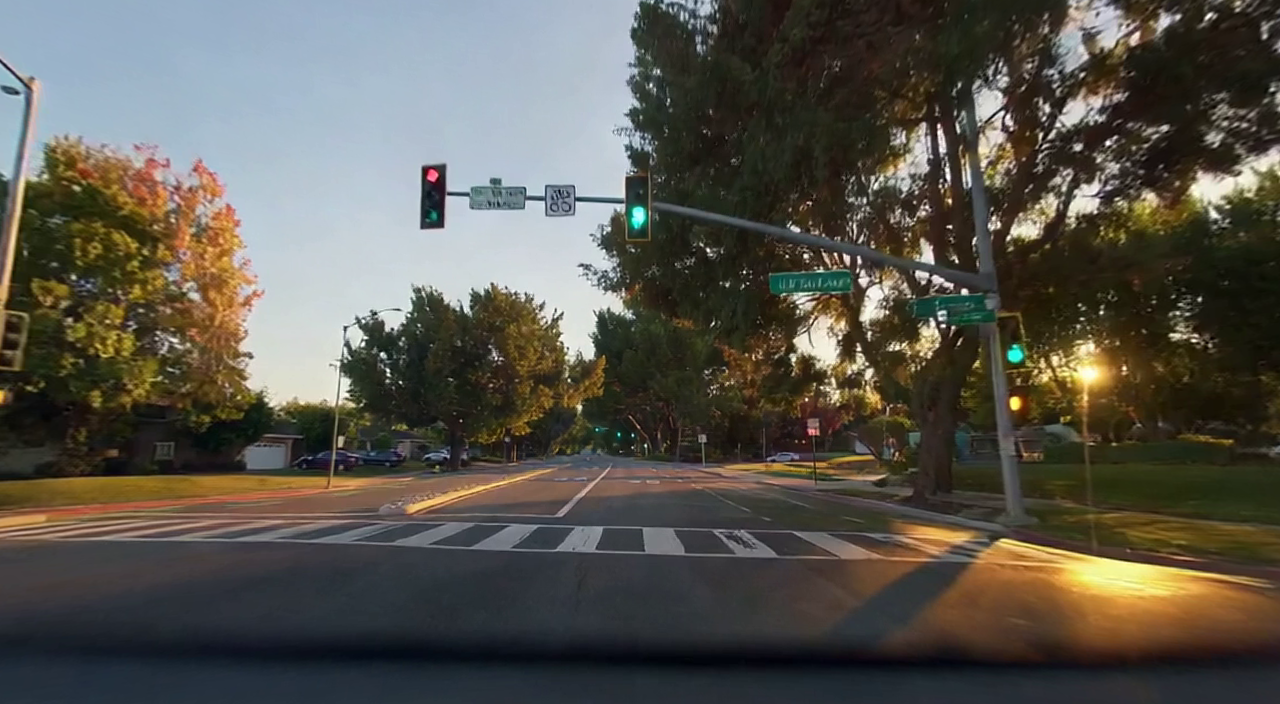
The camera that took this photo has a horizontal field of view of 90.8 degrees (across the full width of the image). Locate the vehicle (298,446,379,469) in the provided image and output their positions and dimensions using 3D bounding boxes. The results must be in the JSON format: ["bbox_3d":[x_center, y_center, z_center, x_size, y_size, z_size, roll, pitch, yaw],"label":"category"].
[{"bbox_3d":[-20.713,7.274,43.495,4.536,1.502,1.975,-1,-9,4],"label":"vehicle"}]
